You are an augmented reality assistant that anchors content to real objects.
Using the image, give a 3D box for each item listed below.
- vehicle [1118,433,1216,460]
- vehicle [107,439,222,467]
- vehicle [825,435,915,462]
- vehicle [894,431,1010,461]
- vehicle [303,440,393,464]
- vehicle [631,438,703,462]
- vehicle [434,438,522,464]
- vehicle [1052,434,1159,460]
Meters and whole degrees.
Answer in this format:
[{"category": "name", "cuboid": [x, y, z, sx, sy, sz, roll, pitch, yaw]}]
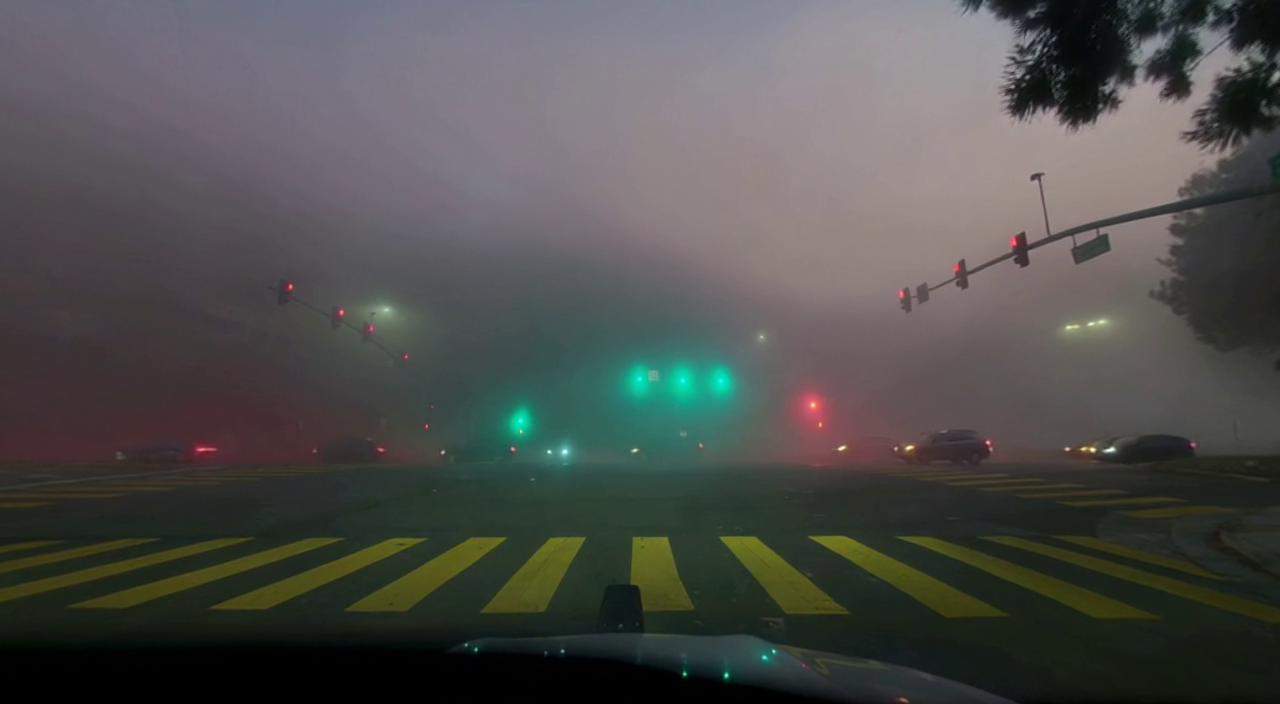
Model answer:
[{"category": "vehicle", "cuboid": [33.683, 6.045, 40.462, 4.488, 1.667, 1.869, 0, -9, 0]}, {"category": "vehicle", "cuboid": [-25.259, 5.392, 33.681, 4.629, 1.423, 1.833, -1, -9, 1]}, {"category": "vehicle", "cuboid": [13.324, 5.593, 36.735, 4.519, 1.476, 1.767, 0, -9, 0]}, {"category": "vehicle", "cuboid": [19.585, 5.930, 39.883, 6.133, 1.833, 2.155, 0, -9, 0]}, {"category": "vehicle", "cuboid": [-18.557, 6.364, 40.270, 4.759, 1.445, 1.865, 0, -9, 0]}, {"category": "vehicle", "cuboid": [1.689, 6.250, 40.283, 4.443, 1.472, 1.794, 0, -9, 1]}, {"category": "vehicle", "cuboid": [-9.366, 5.731, 36.710, 4.631, 1.435, 1.715, 0, -9, 0]}, {"category": "vehicle", "cuboid": [27.121, 5.559, 36.893, 4.724, 1.452, 1.870, 0, -9, 0]}]
